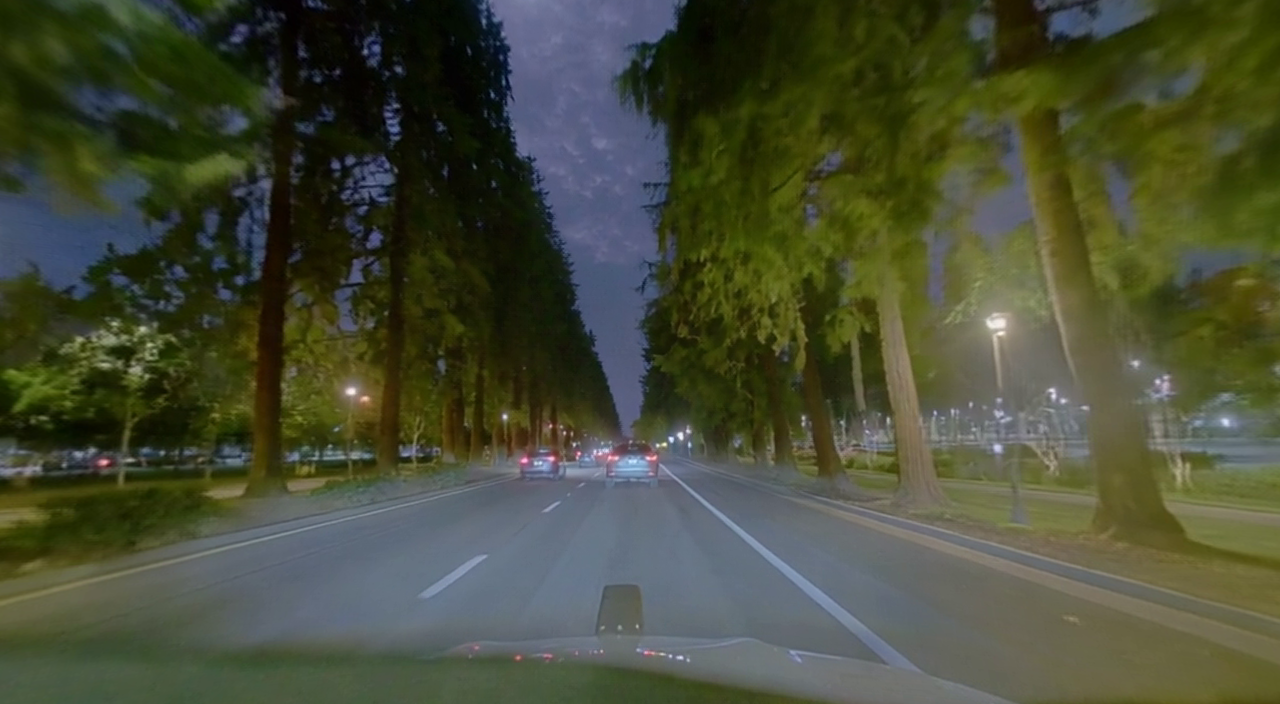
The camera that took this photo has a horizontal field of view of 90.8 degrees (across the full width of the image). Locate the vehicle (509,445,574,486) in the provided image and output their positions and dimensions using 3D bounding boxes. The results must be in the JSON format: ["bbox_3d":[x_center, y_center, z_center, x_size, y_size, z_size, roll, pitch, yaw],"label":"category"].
[{"bbox_3d":[-3.974,4.618,26.104,1.936,1.538,4.016,0,-8,1],"label":"vehicle"}]

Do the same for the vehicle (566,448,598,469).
[{"bbox_3d":[-4.240,7.890,47.047,1.959,1.485,4.452,0,-8,0],"label":"vehicle"}]

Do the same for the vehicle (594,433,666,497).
[{"bbox_3d":[-0.295,3.480,19.842,2.018,1.769,3.897,0,-8,0],"label":"vehicle"}]
